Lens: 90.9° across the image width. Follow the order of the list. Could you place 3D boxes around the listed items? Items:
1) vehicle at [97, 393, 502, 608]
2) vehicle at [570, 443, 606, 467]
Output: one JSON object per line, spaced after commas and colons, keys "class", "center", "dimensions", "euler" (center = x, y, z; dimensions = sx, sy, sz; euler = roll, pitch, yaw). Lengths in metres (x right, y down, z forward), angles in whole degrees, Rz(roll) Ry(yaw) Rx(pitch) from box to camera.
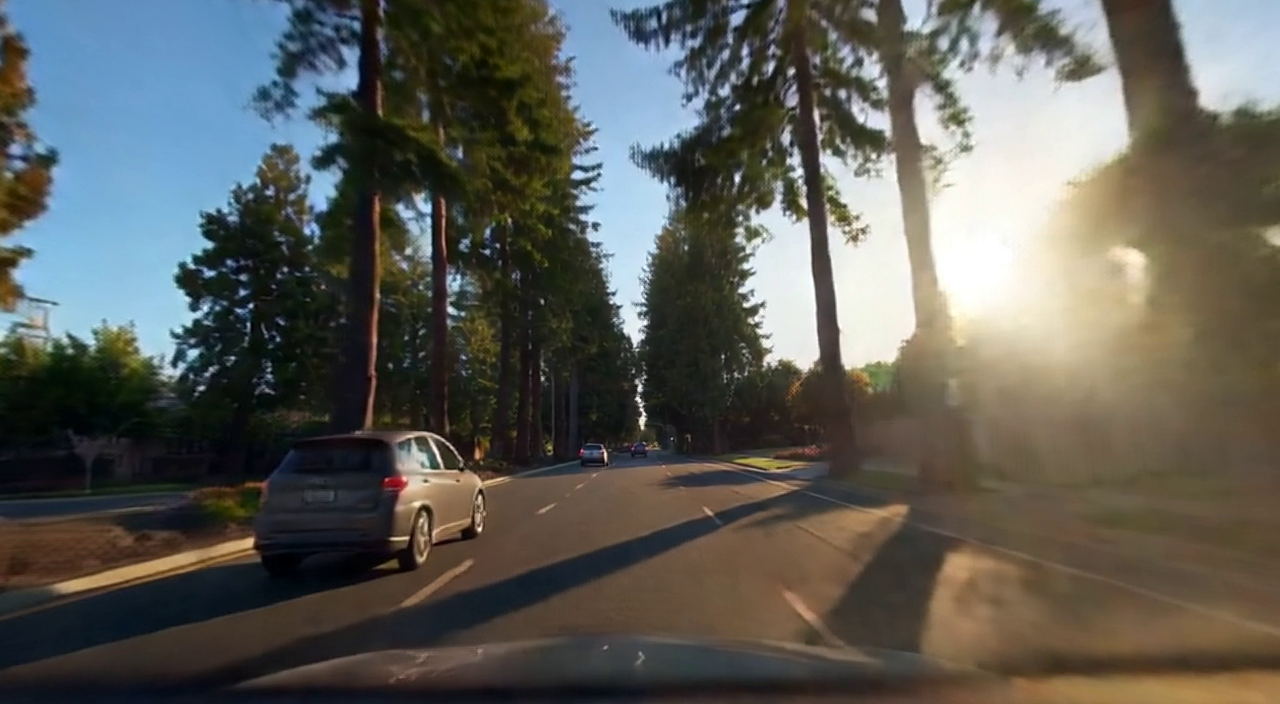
{"class": "vehicle", "center": [-3.201, 1.521, 7.374], "dimensions": [2.058, 1.671, 4.704], "euler": [0, -9, 1]}
{"class": "vehicle", "center": [-3.397, 6.801, 41.823], "dimensions": [2.021, 1.466, 4.330], "euler": [0, -9, 1]}
